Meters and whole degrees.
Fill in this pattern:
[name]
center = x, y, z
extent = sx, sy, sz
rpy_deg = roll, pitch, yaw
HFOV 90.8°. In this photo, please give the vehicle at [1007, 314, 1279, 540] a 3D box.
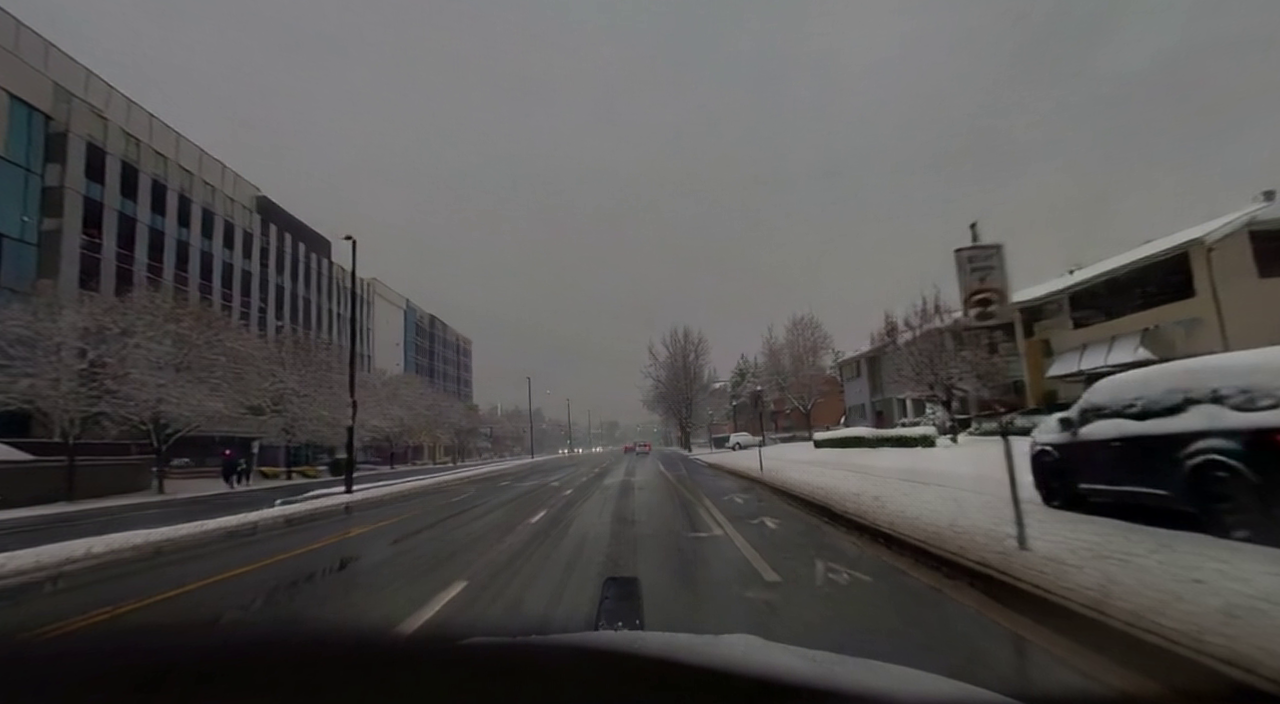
[vehicle]
center = 6.660, 0.921, 7.274
extent = 2.038, 1.941, 4.943
rpy_deg = 0, -8, 2
